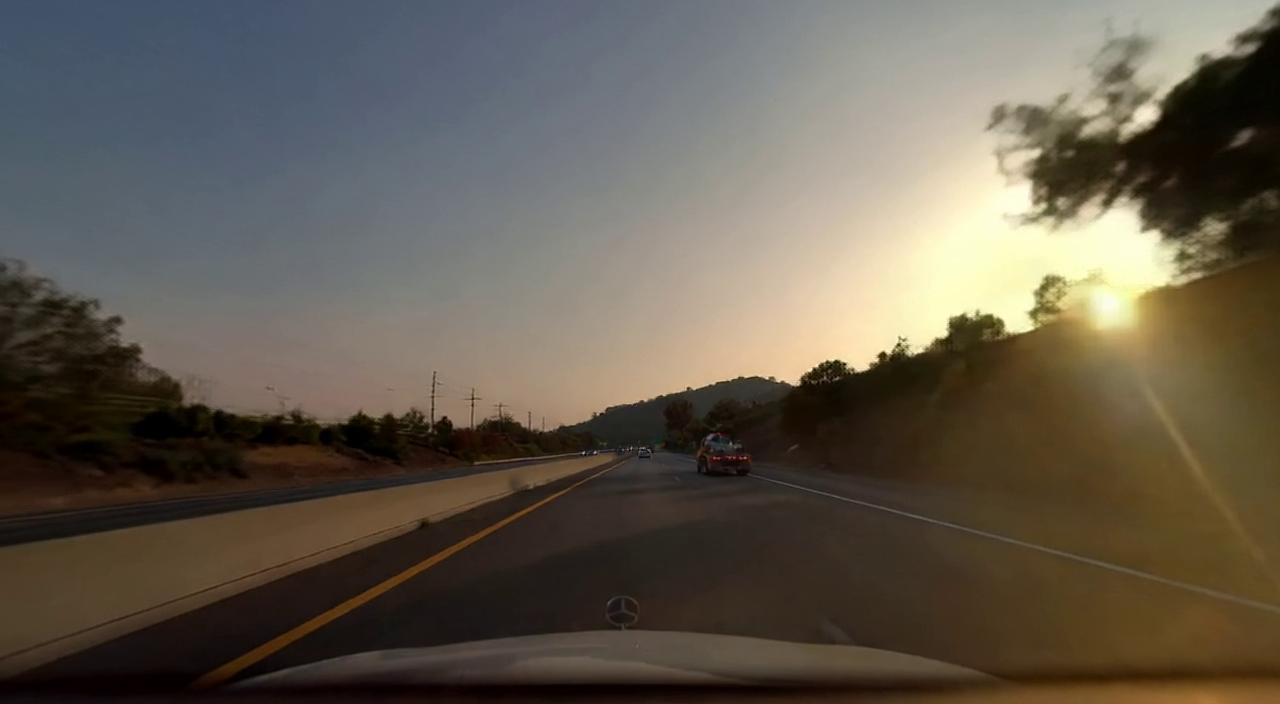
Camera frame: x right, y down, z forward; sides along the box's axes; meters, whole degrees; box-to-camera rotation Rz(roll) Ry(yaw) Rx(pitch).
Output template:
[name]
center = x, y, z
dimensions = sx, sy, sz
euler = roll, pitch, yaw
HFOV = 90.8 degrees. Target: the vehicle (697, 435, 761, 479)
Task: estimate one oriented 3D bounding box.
[vehicle]
center = 4.387, 5.303, 32.065
dimensions = 2.309, 2.003, 5.139
euler = 0, -9, -2
